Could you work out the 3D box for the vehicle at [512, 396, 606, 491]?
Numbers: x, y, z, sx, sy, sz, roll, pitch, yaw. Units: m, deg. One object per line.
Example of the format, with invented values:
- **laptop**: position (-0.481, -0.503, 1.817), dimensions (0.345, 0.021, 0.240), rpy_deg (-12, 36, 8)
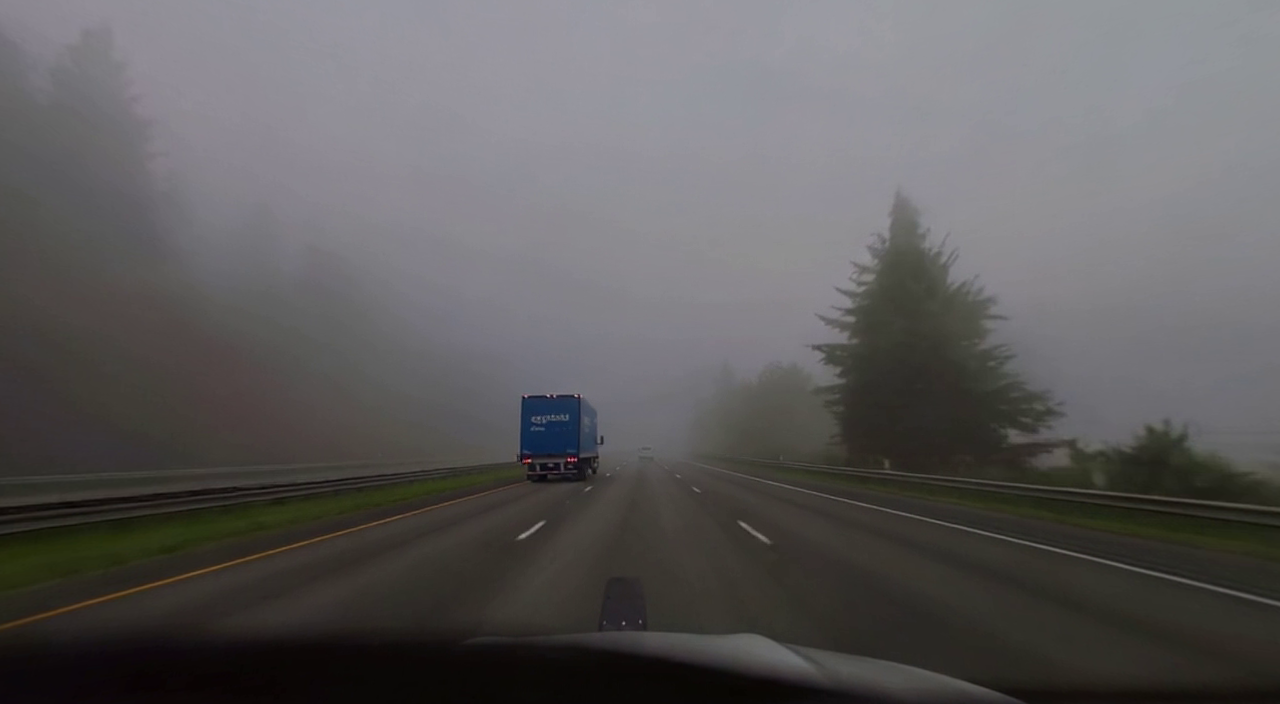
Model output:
- **vehicle**: position (-2.906, 3.584, 24.660), dimensions (2.695, 3.151, 6.885), rpy_deg (0, -9, 0)
